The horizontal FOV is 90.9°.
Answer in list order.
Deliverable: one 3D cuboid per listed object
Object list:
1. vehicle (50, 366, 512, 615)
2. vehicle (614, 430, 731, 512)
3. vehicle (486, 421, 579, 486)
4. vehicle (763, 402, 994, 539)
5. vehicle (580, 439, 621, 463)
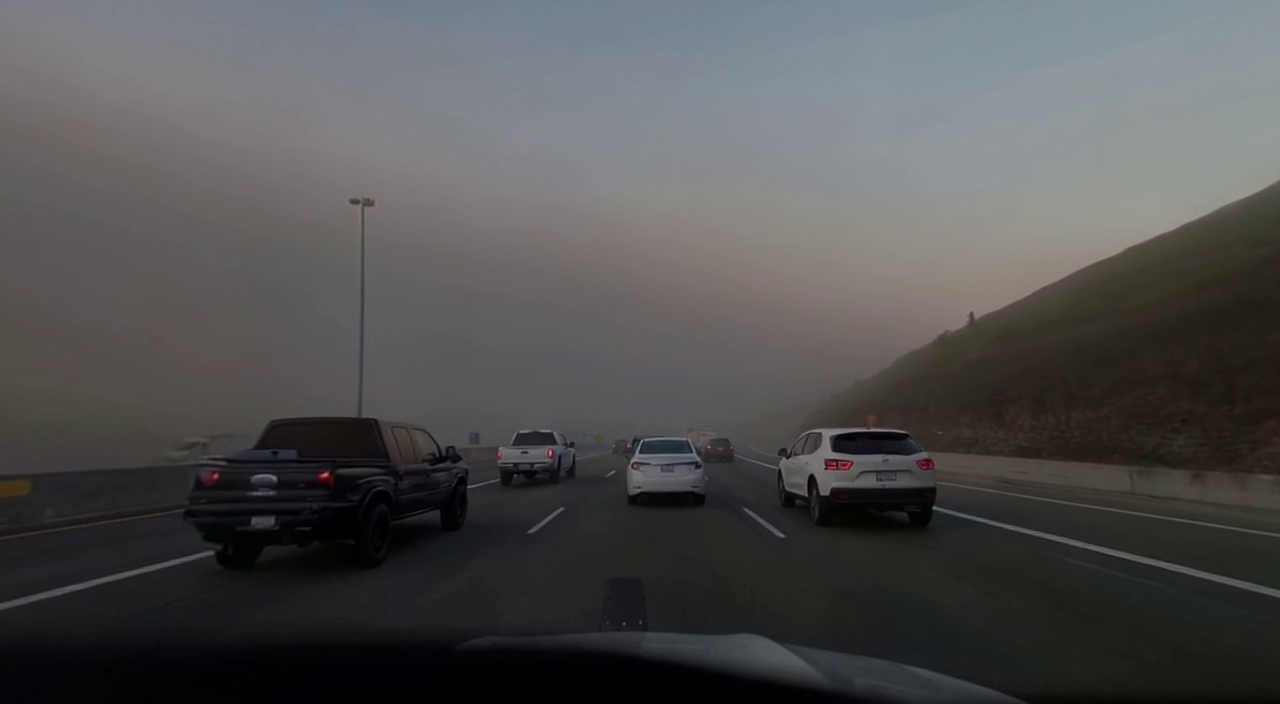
[{"bbox_3d":[-3.316,1.442,7.604,2.301,1.902,5.374,0,-8,1],"label":"vehicle"},{"bbox_3d":[0.607,2.457,13.571,2.105,1.471,4.349,0,-8,1],"label":"vehicle"},{"bbox_3d":[-3.253,3.207,20.209,1.997,1.806,5.002,0,-8,2],"label":"vehicle"},{"bbox_3d":[3.528,1.860,10.484,2.046,1.765,4.534,0,-8,0],"label":"vehicle"},{"bbox_3d":[-2.343,6.021,38.348,1.973,1.378,3.677,-1,-8,4],"label":"vehicle"}]
